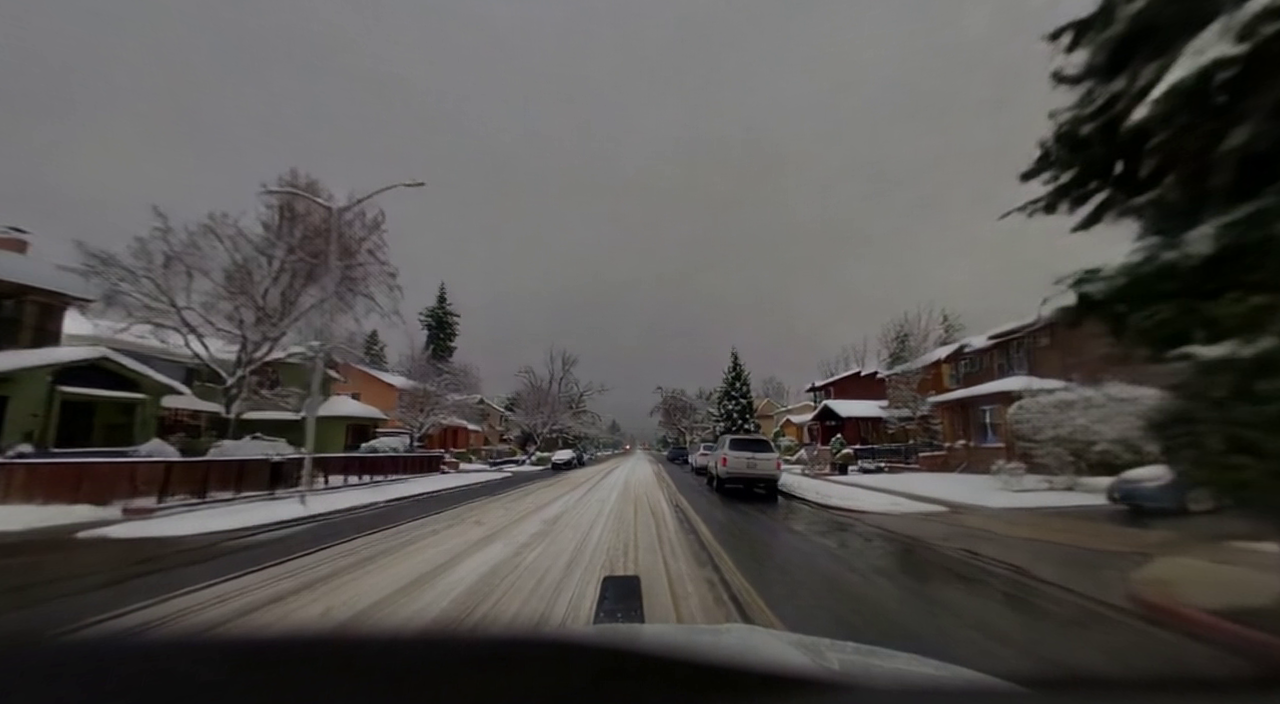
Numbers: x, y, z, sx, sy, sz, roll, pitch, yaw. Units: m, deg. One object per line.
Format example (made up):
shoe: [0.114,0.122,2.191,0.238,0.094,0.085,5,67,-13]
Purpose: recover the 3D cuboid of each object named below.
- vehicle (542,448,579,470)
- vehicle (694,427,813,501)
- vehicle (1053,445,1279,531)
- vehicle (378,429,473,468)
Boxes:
vehicle: [-5.840,7.947,46.816,2.027,1.544,4.959,0,-9,0]
vehicle: [3.764,3.968,22.812,2.952,2.216,7.033,0,-9,-1]
vehicle: [10.510,2.343,11.130,5.034,1.361,1.928,0,-9,0]
vehicle: [-13.116,5.901,38.628,4.837,1.897,2.228,4,-8,5]
